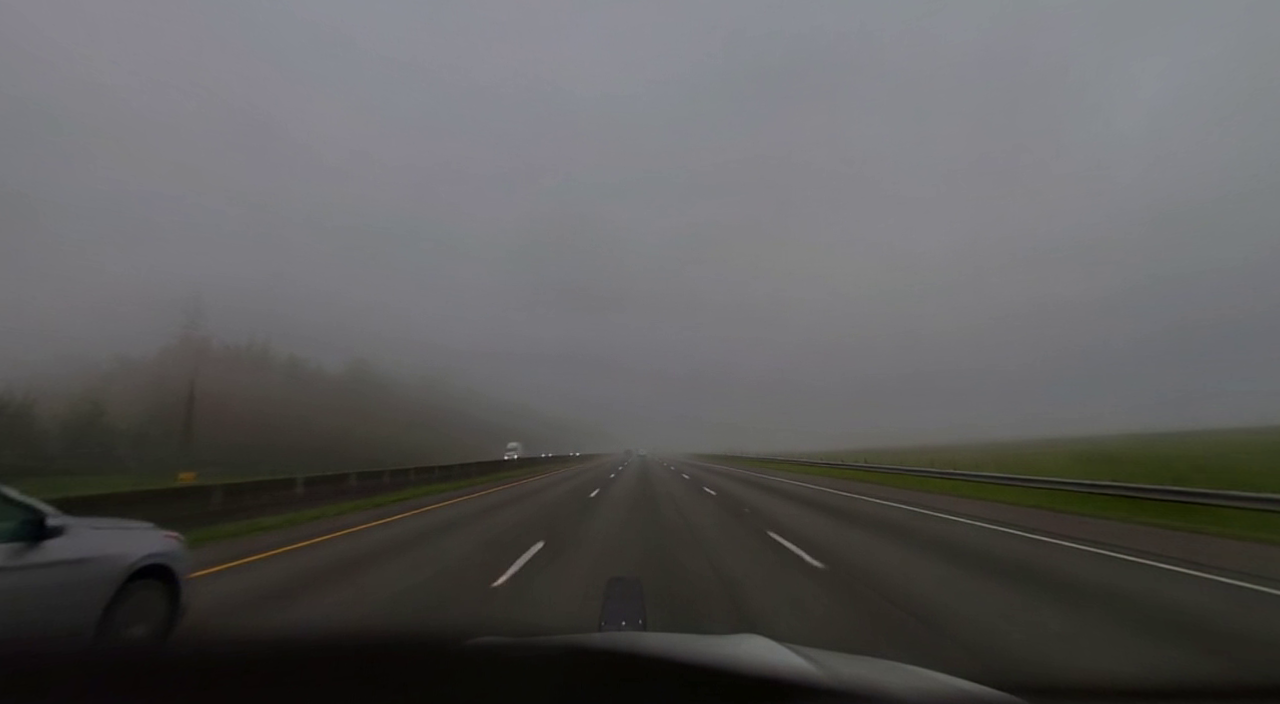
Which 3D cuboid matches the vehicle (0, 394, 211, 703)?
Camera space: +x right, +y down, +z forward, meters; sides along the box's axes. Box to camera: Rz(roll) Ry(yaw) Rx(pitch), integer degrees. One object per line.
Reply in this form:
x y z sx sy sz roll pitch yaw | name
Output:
-3.442 0.787 1.622 1.815 1.500 4.036 0 -9 0 | vehicle
